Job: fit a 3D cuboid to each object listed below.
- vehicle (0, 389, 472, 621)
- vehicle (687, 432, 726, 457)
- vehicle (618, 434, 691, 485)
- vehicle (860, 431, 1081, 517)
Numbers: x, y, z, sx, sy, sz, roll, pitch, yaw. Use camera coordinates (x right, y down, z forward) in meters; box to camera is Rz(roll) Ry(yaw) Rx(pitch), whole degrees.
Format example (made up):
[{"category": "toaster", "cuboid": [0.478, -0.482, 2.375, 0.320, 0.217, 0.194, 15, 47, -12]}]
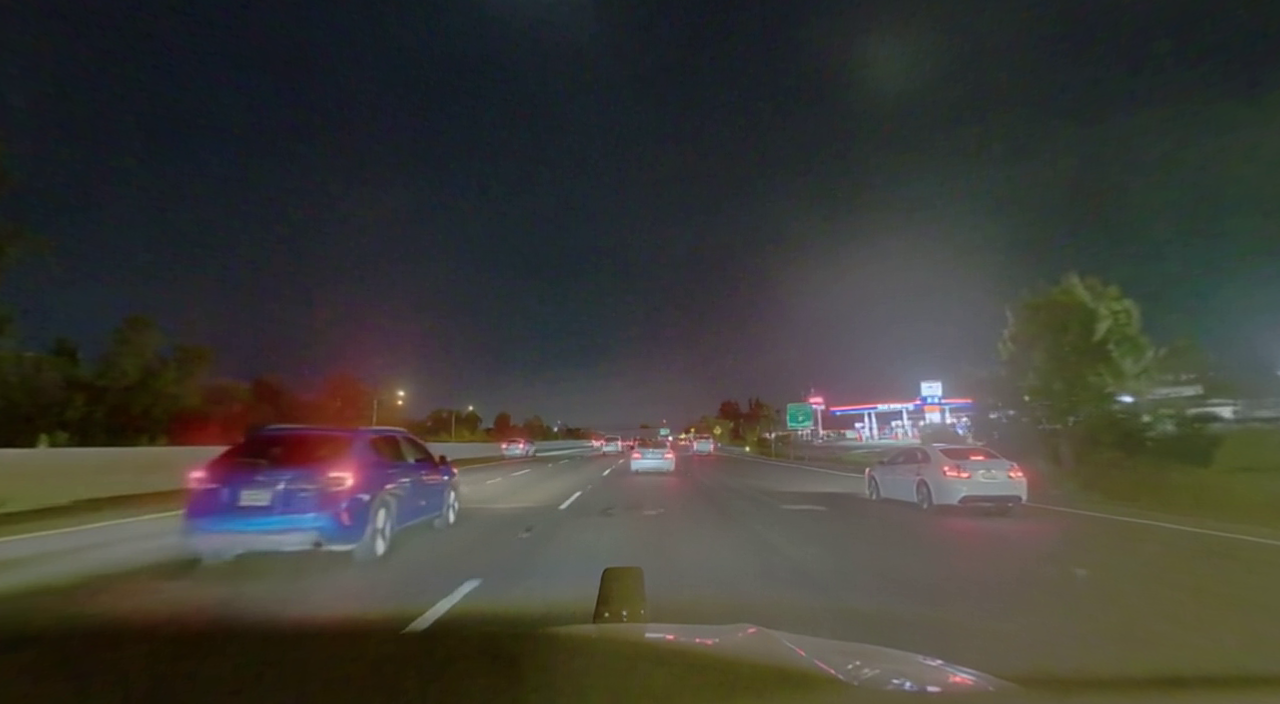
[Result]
[{"category": "vehicle", "cuboid": [-3.561, 1.422, 6.964, 1.927, 1.586, 5.142, 0, -8, 1]}, {"category": "vehicle", "cuboid": [4.803, 6.805, 46.437, 2.261, 1.781, 4.709, 0, -8, -1]}, {"category": "vehicle", "cuboid": [0.414, 3.438, 20.427, 2.113, 1.464, 4.073, 0, -8, 0]}, {"category": "vehicle", "cuboid": [6.337, 2.374, 12.839, 2.030, 1.442, 4.358, 0, -8, -2]}]
